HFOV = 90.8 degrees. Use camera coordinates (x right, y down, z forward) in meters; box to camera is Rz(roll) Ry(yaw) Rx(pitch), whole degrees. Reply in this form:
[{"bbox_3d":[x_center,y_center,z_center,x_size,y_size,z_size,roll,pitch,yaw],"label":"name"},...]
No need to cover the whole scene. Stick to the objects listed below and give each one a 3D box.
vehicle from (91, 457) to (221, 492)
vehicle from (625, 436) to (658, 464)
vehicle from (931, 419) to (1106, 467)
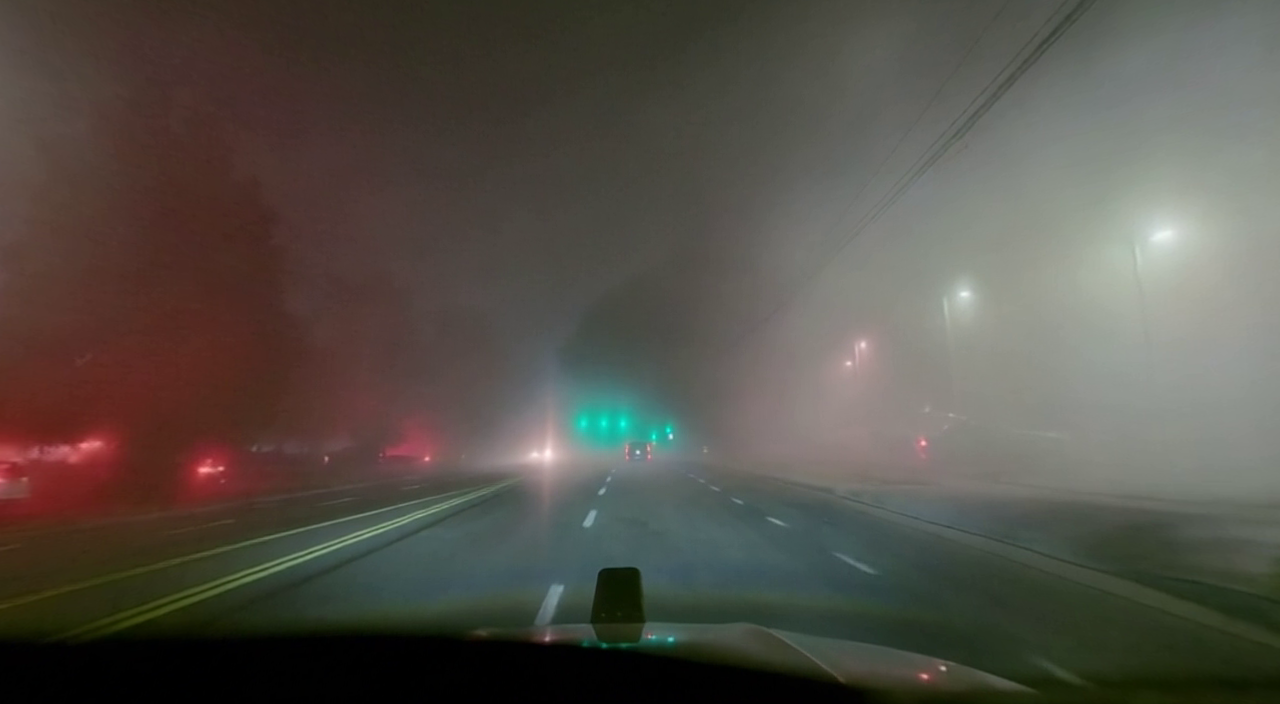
[{"bbox_3d":[-22.197,5.623,29.111,4.363,1.503,1.859,0,-8,-3],"label":"vehicle"},{"bbox_3d":[0.046,6.841,44.154,2.215,1.799,4.426,0,-8,-2],"label":"vehicle"},{"bbox_3d":[12.096,2.939,20.413,4.415,1.467,1.865,0,-8,0],"label":"vehicle"}]
